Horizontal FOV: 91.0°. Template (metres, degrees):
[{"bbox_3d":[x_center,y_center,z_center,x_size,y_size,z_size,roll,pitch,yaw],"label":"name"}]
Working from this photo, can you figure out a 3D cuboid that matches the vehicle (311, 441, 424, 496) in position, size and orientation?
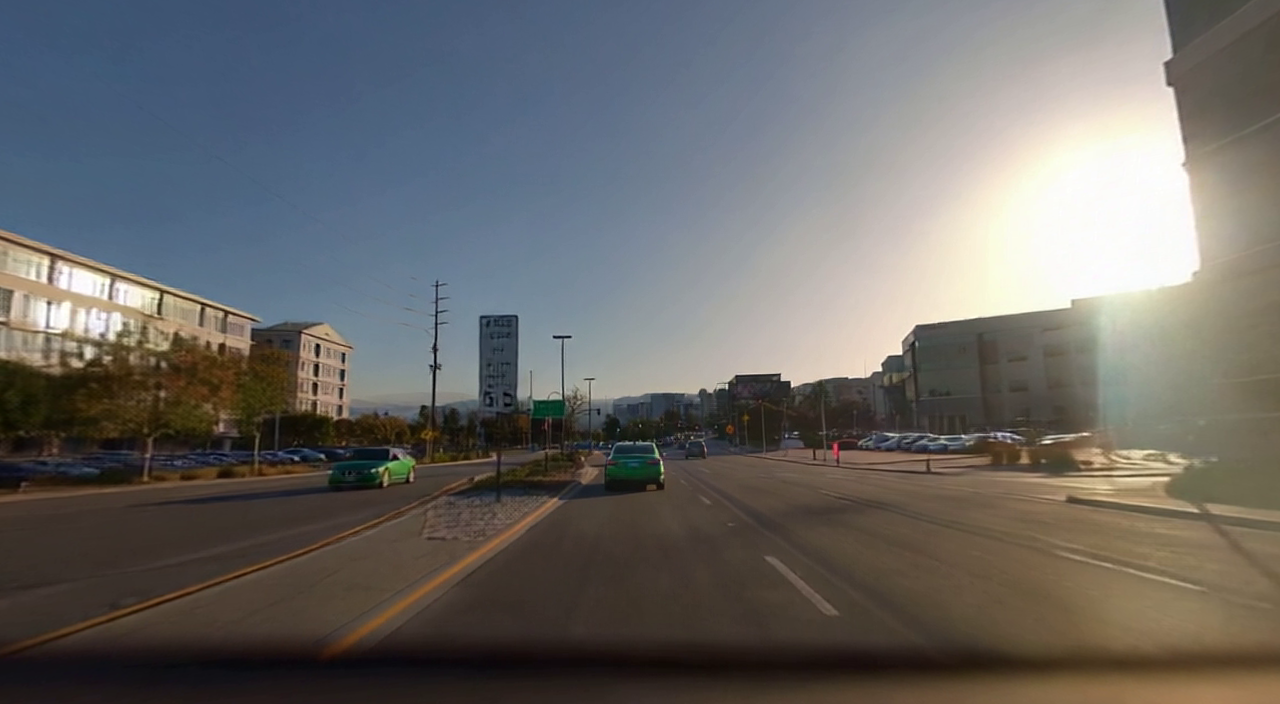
[{"bbox_3d":[-9.098,3.874,21.424,1.903,1.476,4.395,-6,-8,-1],"label":"vehicle"}]

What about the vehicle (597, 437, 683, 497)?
[{"bbox_3d":[-0.042,3.138,17.581,2.126,1.475,3.967,0,-8,-1],"label":"vehicle"}]
